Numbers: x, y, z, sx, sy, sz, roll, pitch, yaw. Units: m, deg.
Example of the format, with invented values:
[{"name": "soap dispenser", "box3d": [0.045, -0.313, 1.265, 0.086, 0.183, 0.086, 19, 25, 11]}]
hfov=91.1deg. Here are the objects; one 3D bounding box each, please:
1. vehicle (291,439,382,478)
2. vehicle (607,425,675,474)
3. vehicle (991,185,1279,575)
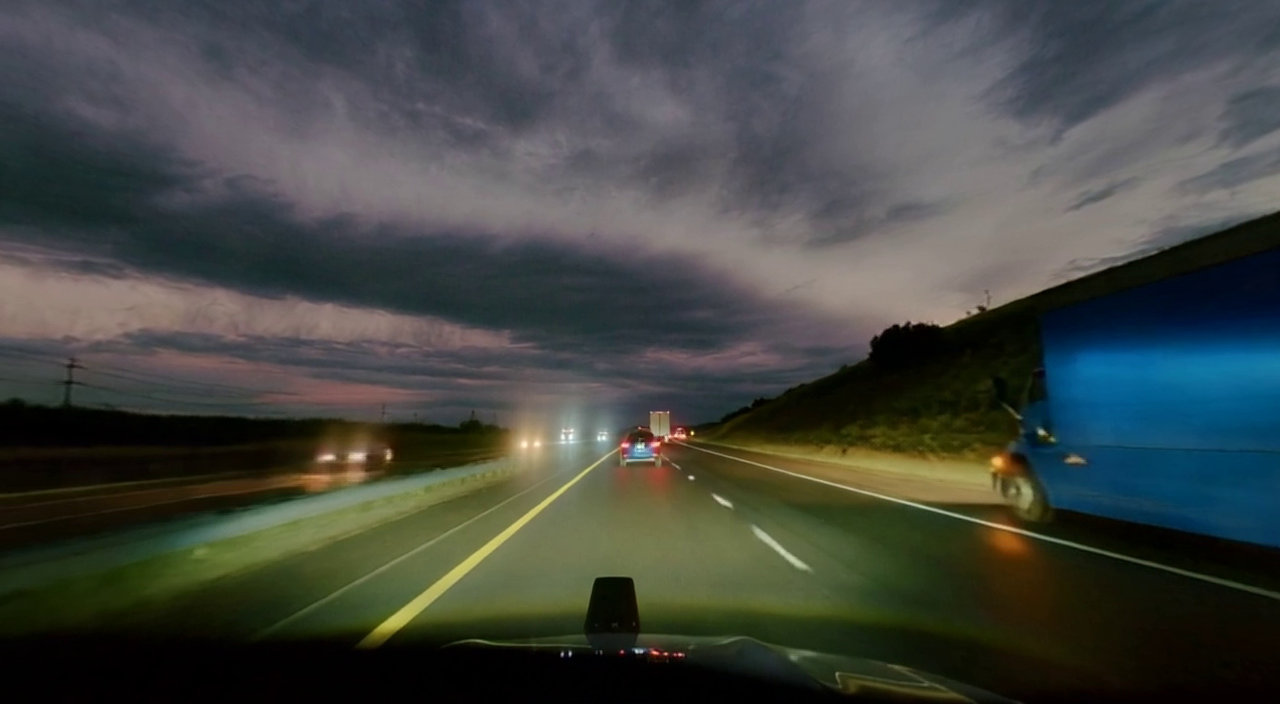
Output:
[{"name": "vehicle", "box3d": [-12.335, 4.310, 25.824, 1.847, 1.468, 3.854, 0, -8, -1]}, {"name": "vehicle", "box3d": [-0.008, 3.516, 22.946, 2.216, 1.623, 4.220, 0, -8, -1]}, {"name": "vehicle", "box3d": [7.520, 0.273, 5.989, 3.010, 3.638, 8.978, 0, -8, -1]}]
